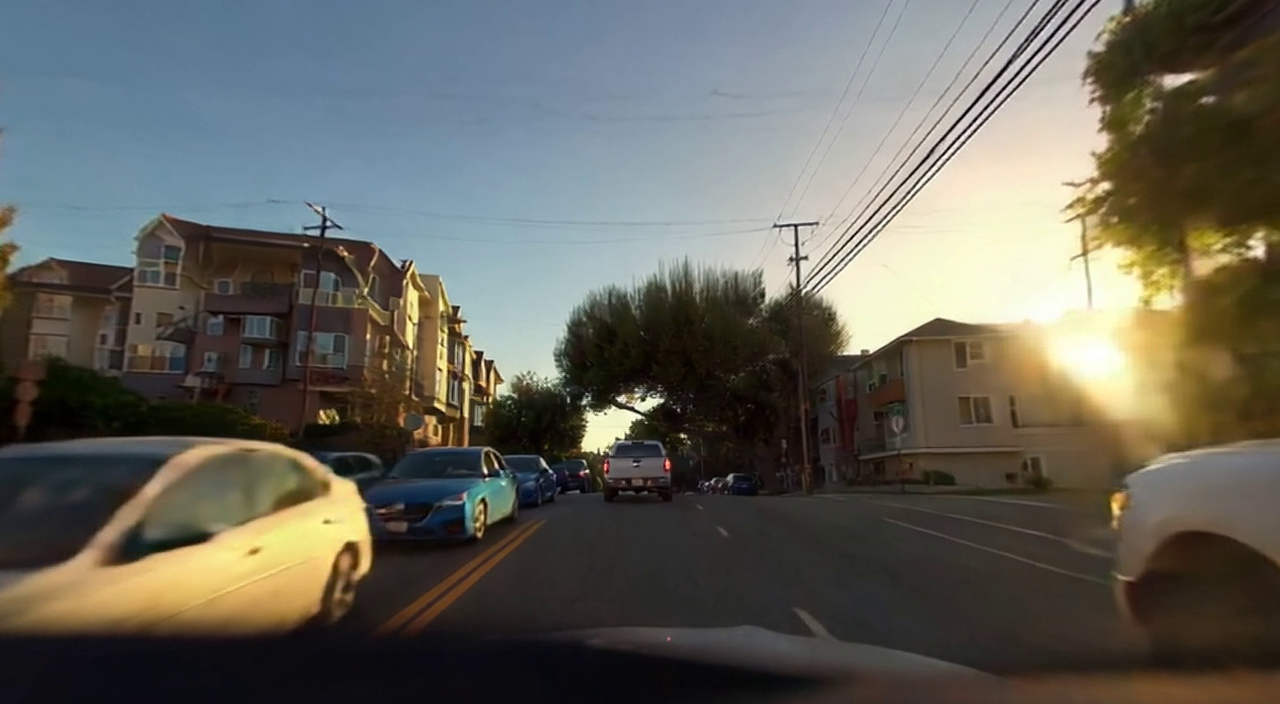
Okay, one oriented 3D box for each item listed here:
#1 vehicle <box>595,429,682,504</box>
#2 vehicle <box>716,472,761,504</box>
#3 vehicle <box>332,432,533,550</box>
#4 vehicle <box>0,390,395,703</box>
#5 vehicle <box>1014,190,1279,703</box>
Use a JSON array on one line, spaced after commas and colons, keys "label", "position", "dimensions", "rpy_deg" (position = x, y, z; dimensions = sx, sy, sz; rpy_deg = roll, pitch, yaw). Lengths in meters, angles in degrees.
[{"label": "vehicle", "position": [-0.011, 3.384, 18.953], "dimensions": [2.308, 1.940, 4.125], "rpy_deg": [-1, -9, 1]}, {"label": "vehicle", "position": [6.048, 8.375, 39.165], "dimensions": [2.023, 1.611, 4.614], "rpy_deg": [0, -8, 0]}, {"label": "vehicle", "position": [-3.099, 2.153, 10.531], "dimensions": [1.898, 1.539, 4.320], "rpy_deg": [0, -8, 0]}, {"label": "vehicle", "position": [-3.022, 1.068, 3.248], "dimensions": [1.893, 1.518, 4.024], "rpy_deg": [0, -8, 0]}, {"label": "vehicle", "position": [2.559, 0.367, 0.102], "dimensions": [2.027, 1.907, 4.736], "rpy_deg": [0, -8, 0]}]
